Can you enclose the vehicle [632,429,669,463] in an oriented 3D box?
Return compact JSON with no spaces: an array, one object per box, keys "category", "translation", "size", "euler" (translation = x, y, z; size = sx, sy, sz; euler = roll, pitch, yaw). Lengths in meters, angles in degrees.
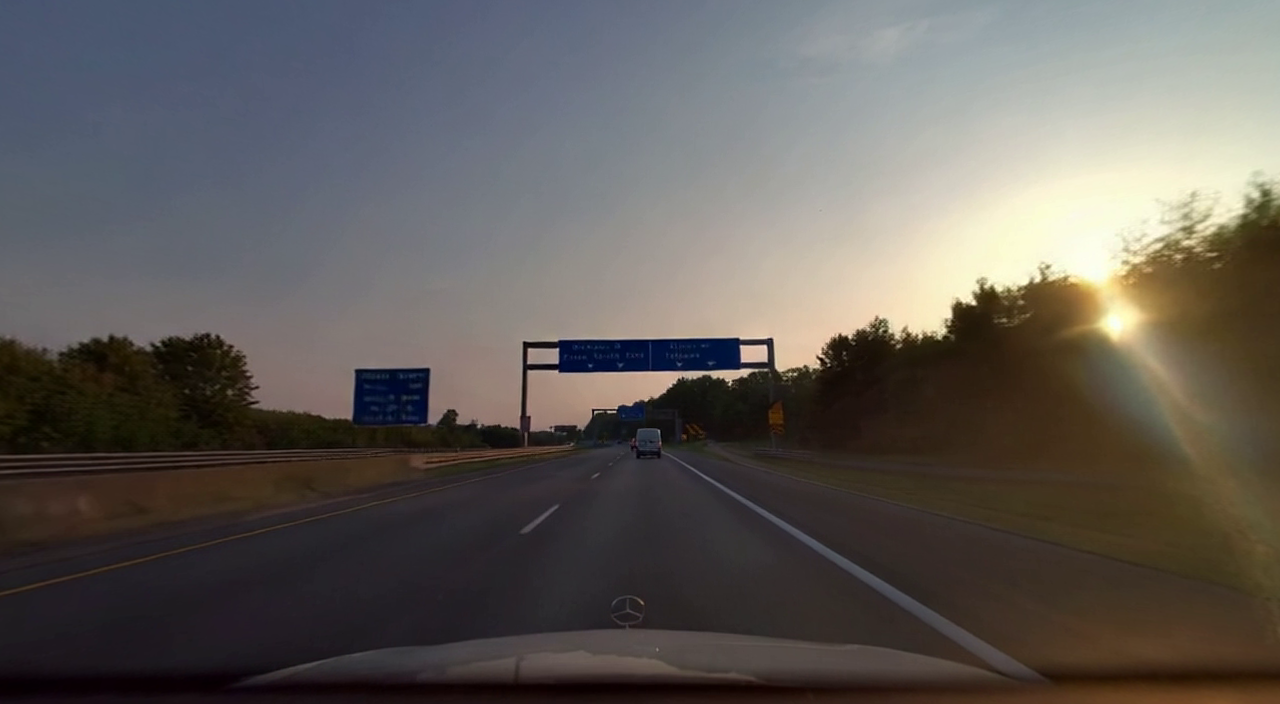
[{"category":"vehicle","translation":[0.696,6.228,41.830],"size":[2.277,2.109,4.922],"euler":[0,-8,1]}]
